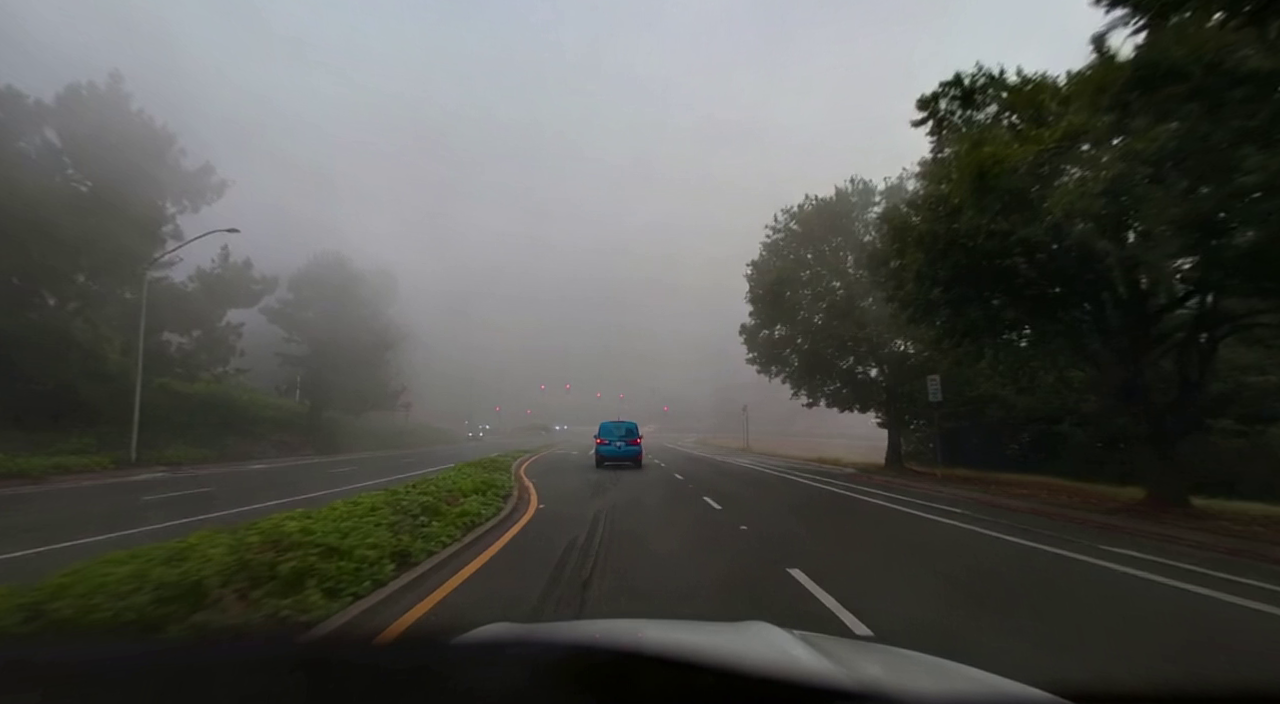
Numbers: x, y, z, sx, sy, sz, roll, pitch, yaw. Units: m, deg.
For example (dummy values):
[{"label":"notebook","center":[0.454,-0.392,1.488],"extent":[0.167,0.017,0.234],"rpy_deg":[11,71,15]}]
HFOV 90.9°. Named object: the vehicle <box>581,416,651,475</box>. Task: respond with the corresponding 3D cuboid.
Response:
[{"label":"vehicle","center":[-0.849,3.261,21.980],"extent":[2.185,1.822,4.391],"rpy_deg":[0,-8,-3]}]
